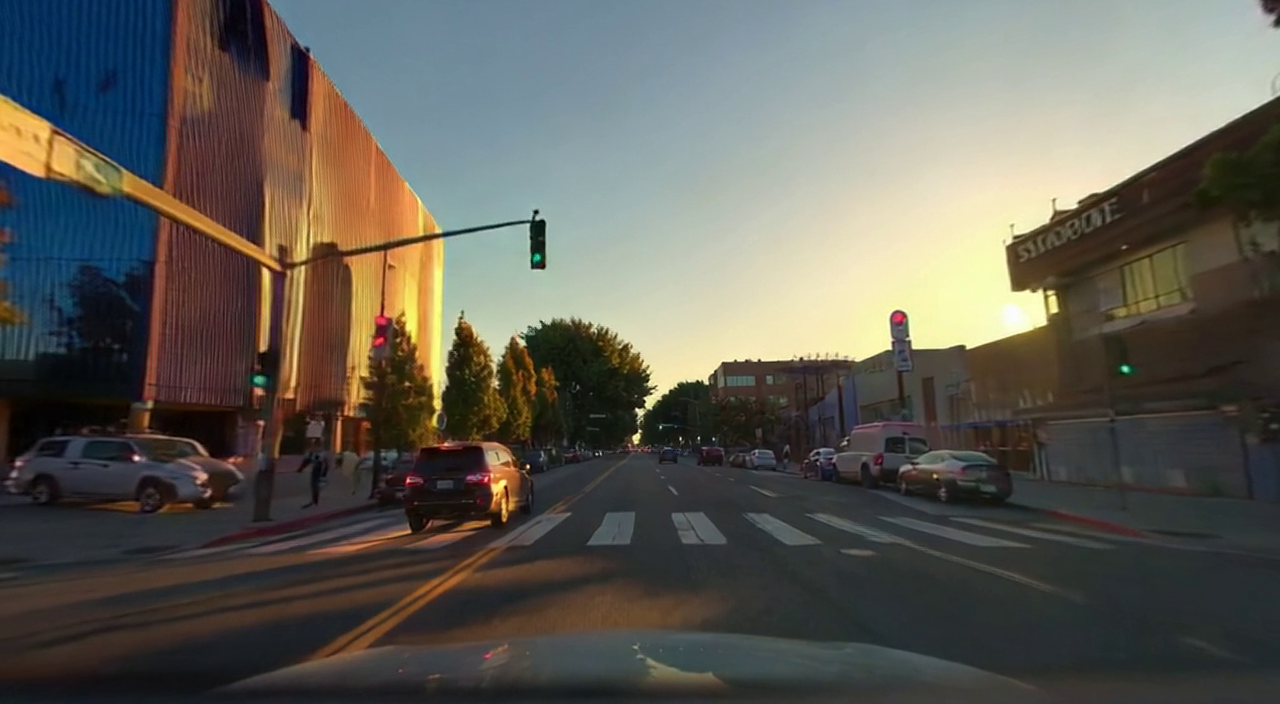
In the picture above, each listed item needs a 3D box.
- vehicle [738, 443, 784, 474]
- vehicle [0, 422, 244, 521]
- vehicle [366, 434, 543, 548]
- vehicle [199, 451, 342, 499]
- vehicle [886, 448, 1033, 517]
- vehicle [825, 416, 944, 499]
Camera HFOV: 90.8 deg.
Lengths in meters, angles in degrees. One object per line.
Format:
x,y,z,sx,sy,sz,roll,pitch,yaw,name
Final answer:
8.986,7.912,47.283,2.249,2.117,5.743,0,-8,0,vehicle
-13.595,2.992,16.184,5.188,2.293,2.381,0,-8,-1,vehicle
-3.256,2.507,12.151,2.002,1.756,4.366,0,-8,1,vehicle
-13.685,4.559,23.594,4.033,1.533,1.895,2,-9,0,vehicle
8.808,3.573,17.910,1.854,1.663,4.300,0,-8,0,vehicle
9.055,3.969,24.167,2.285,2.778,5.847,0,-8,2,vehicle
